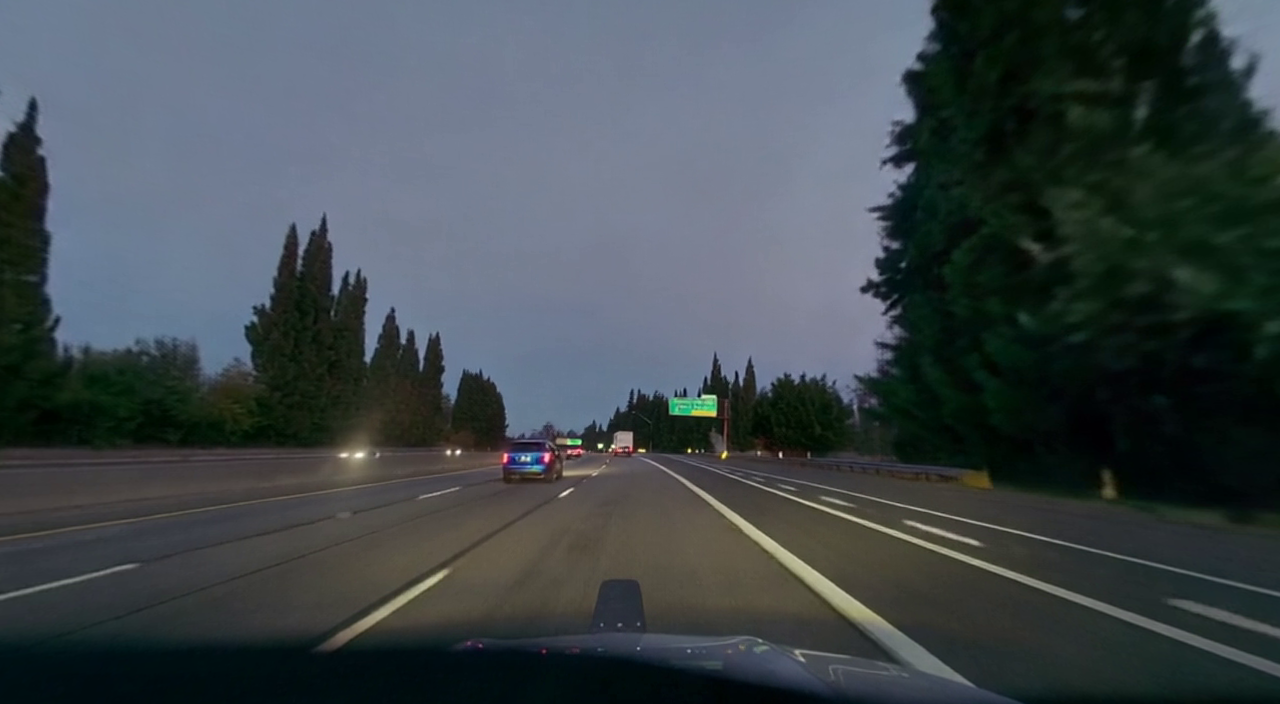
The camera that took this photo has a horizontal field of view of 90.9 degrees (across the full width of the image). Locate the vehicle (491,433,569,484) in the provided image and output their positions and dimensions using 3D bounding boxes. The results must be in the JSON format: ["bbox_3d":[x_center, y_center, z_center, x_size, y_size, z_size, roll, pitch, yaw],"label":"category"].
[{"bbox_3d":[-4.029,3.974,23.888,2.162,1.724,4.537,0,-8,0],"label":"vehicle"}]
